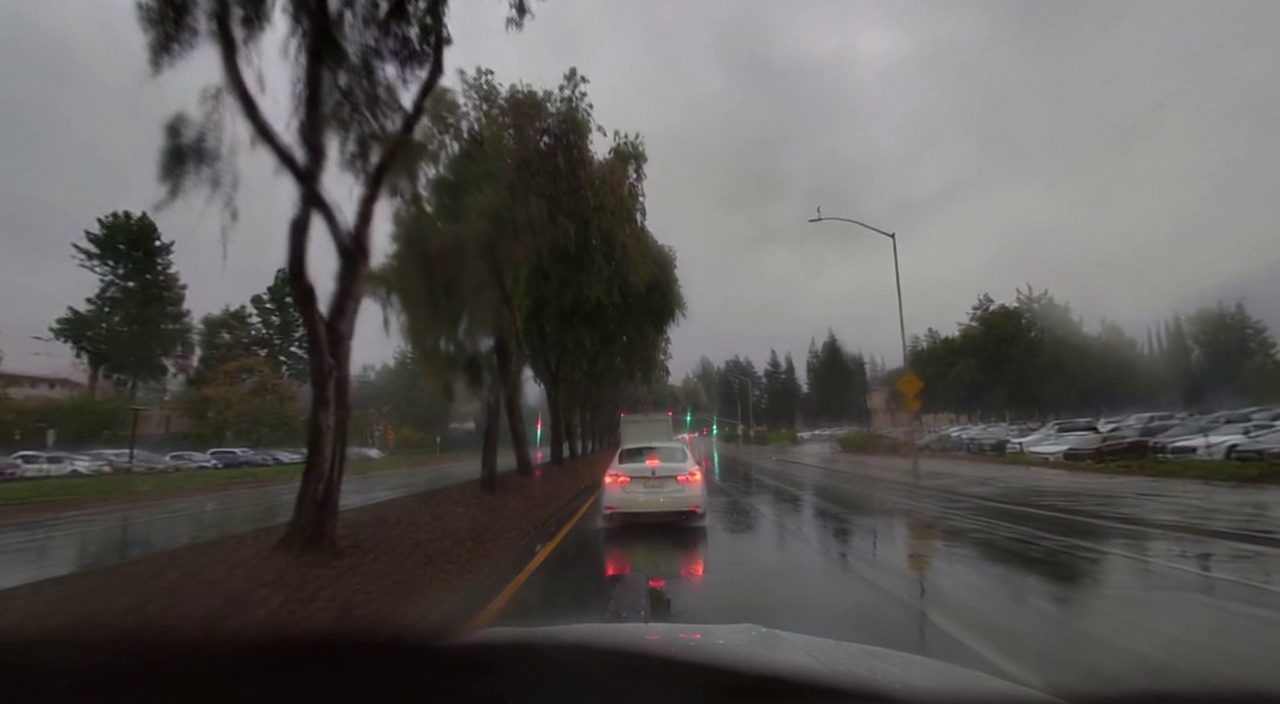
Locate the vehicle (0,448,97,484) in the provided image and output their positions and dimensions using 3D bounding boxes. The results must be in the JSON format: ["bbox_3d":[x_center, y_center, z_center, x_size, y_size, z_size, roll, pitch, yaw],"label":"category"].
[{"bbox_3d":[-30.279,5.723,31.667,4.266,1.600,1.877,-3,-8,-2],"label":"vehicle"}]

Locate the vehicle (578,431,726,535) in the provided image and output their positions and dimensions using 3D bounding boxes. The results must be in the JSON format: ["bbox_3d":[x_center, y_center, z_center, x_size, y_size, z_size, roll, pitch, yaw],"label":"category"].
[{"bbox_3d":[0.131,2.152,10.959,2.093,1.442,3.977,0,-8,-1],"label":"vehicle"}]

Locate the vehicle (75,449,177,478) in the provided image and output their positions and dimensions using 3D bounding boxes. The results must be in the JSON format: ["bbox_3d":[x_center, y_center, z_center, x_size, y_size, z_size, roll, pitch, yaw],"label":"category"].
[{"bbox_3d":[-30.049,6.523,36.918,4.342,1.621,1.967,-1,-8,4],"label":"vehicle"}]
